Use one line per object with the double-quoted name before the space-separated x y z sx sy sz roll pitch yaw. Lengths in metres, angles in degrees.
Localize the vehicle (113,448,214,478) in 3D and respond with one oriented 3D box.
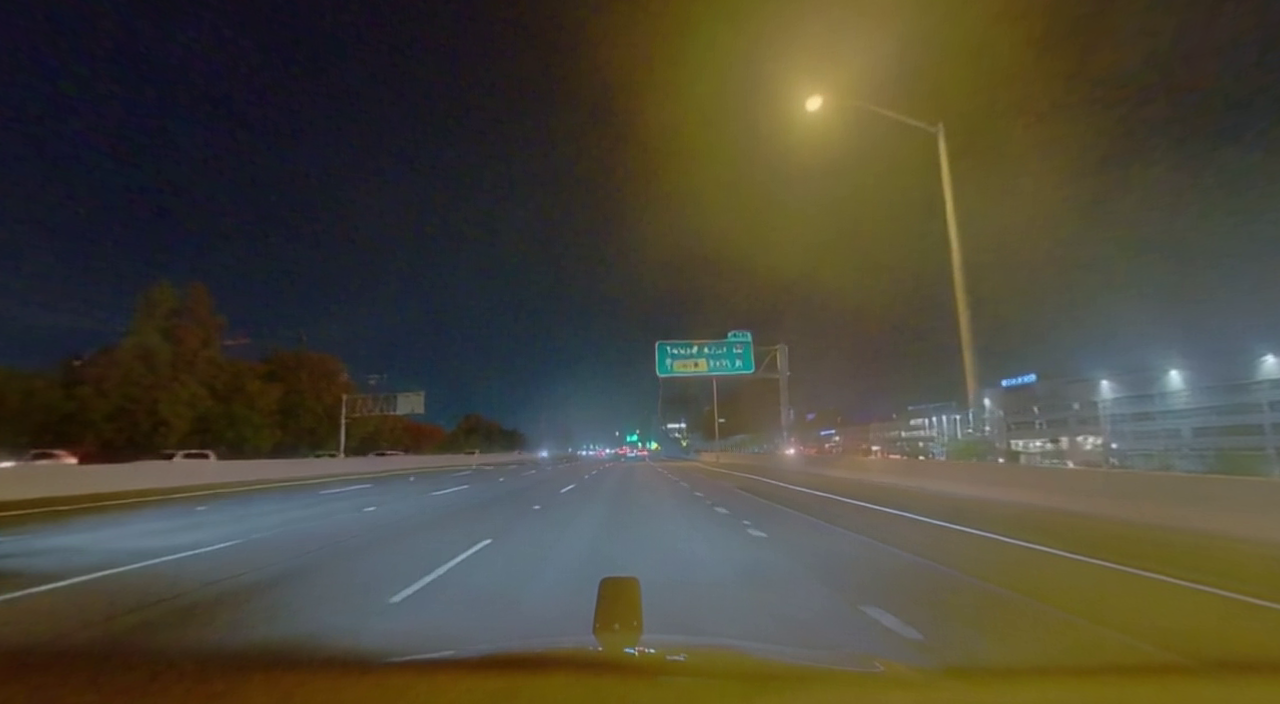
"vehicle" -25.428 5.915 33.956 1.838 1.443 4.598 0 -8 0
